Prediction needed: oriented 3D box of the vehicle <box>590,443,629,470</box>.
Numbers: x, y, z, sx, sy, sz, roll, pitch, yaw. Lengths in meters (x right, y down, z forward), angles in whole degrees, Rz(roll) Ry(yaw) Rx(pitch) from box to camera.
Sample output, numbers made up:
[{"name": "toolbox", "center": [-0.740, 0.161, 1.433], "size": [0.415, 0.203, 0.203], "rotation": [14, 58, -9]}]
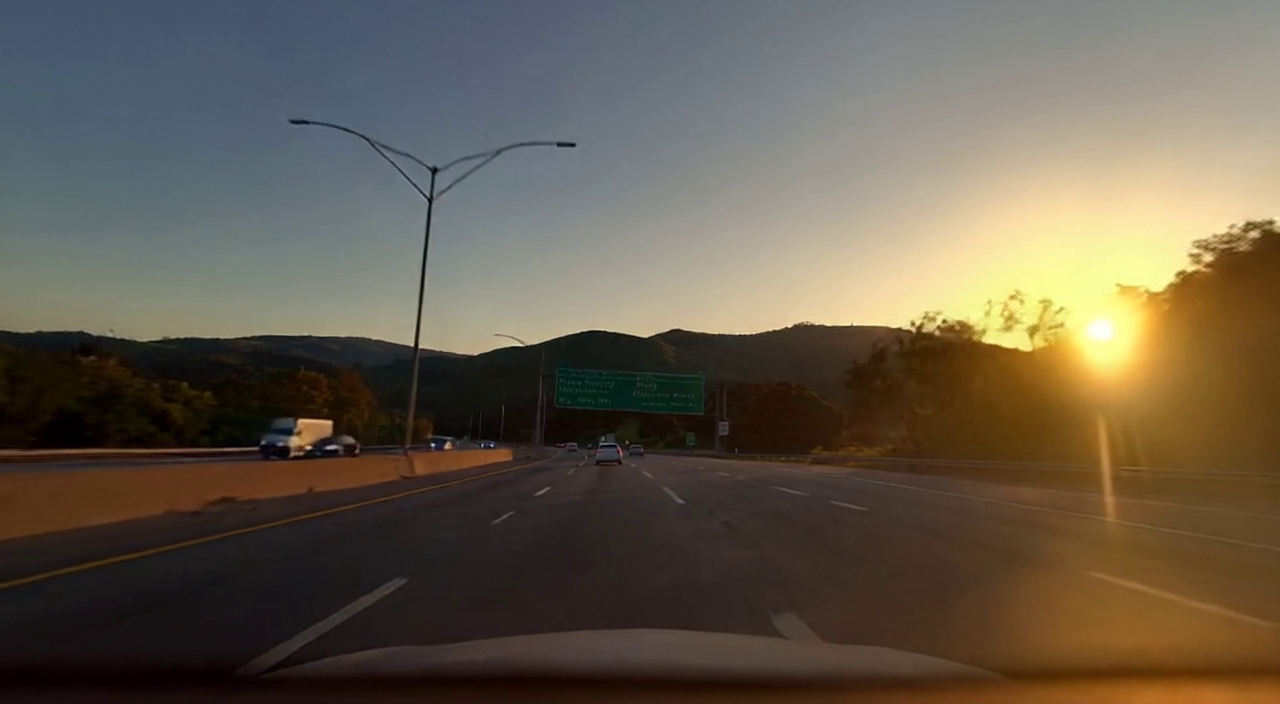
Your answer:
[{"name": "vehicle", "center": [-1.779, 6.082, 36.951], "size": [2.193, 1.497, 4.337], "rotation": [0, -8, -3]}]
